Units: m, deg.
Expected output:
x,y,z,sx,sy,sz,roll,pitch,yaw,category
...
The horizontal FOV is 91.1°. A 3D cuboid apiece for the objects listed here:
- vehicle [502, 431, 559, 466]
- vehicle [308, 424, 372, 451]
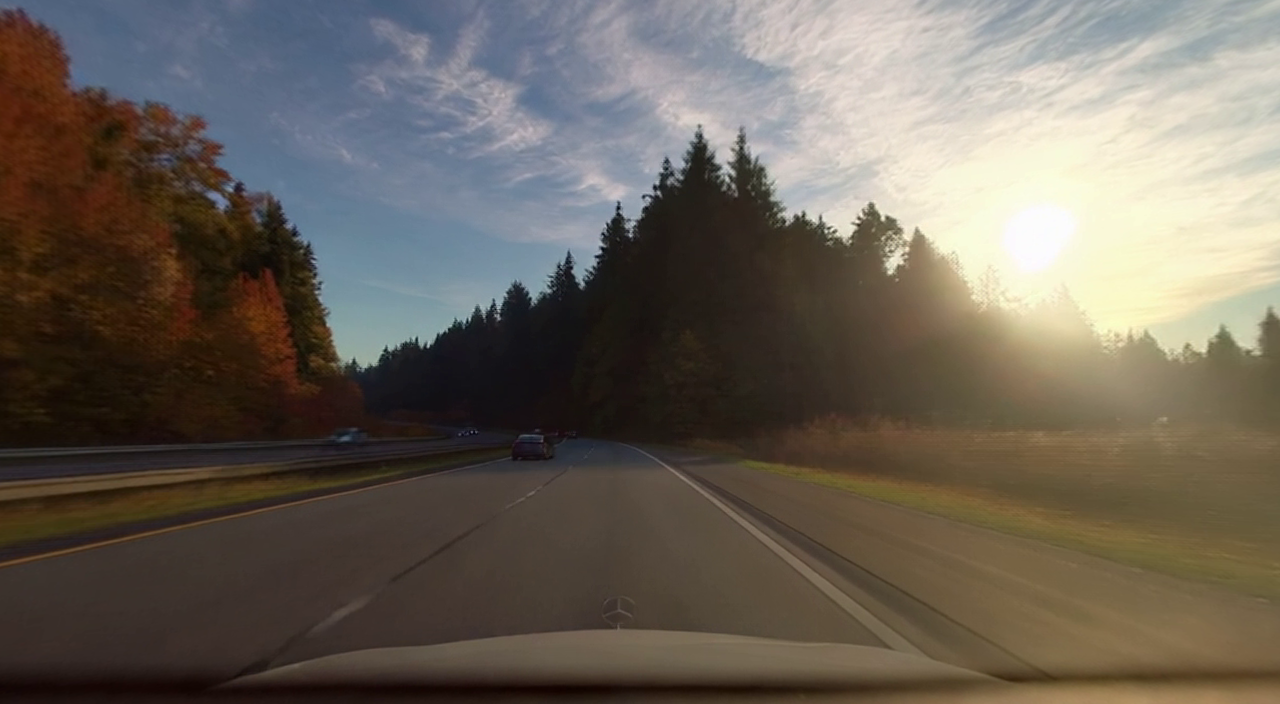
x,y,z,sx,sy,sz,roll,pitch,yaw,category
-5.176,4.628,30.345,2.073,1.559,4.393,0,-8,-1,vehicle
-18.008,5.161,37.972,1.900,1.517,4.102,0,-8,-1,vehicle
